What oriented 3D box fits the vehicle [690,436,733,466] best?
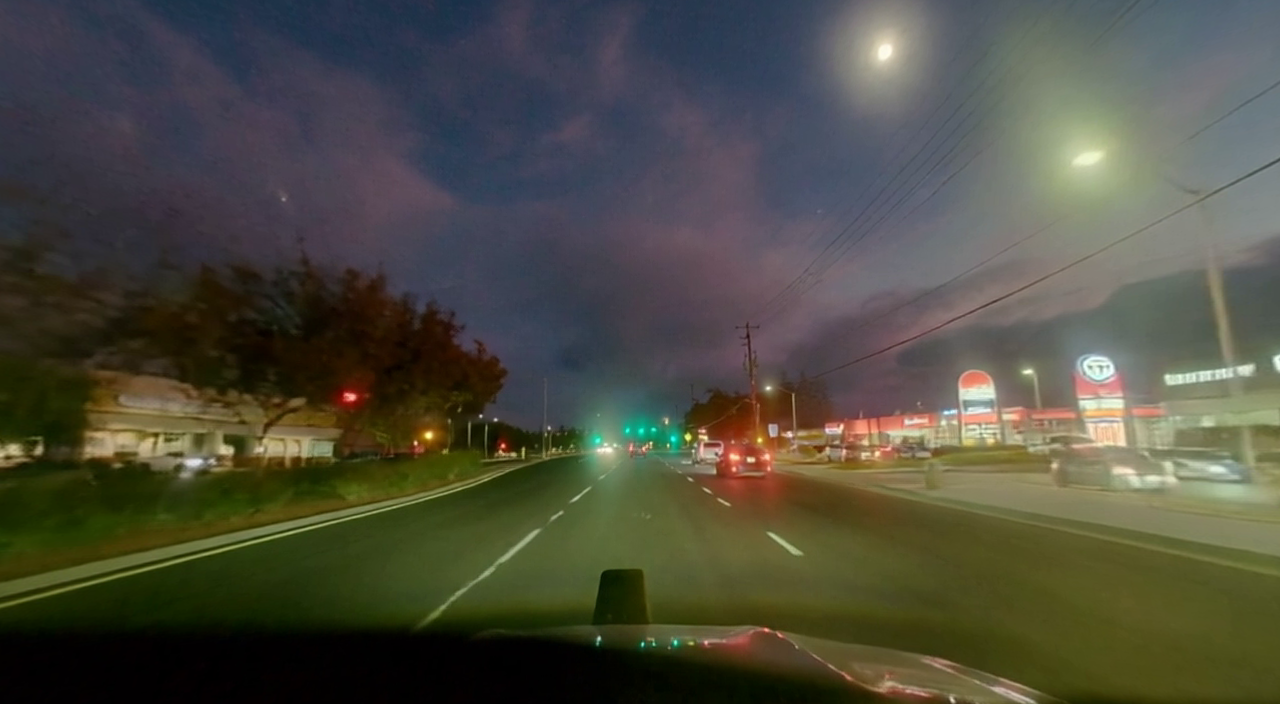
[{"bbox_3d":[4.673,6.540,41.755,2.140,1.921,4.431,0,-8,-2],"label":"vehicle"}]

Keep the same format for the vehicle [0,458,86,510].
[{"bbox_3d":[-22.411,4.635,22.131,1.997,1.637,4.386,-2,-8,-2],"label":"vehicle"}]

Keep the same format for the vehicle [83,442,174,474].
[{"bbox_3d":[-34.655,7.154,42.912,2.171,1.952,4.970,-1,-9,-3],"label":"vehicle"}]

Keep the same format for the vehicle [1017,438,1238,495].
[{"bbox_3d":[14.328,3.384,18.755,4.909,1.463,1.924,-2,-9,0],"label":"vehicle"}]

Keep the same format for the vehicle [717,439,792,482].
[{"bbox_3d":[4.209,4.066,23.911,1.916,1.459,4.335,0,-8,-1],"label":"vehicle"}]

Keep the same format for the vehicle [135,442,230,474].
[{"bbox_3d":[-31.227,7.191,43.333,2.217,1.969,5.932,-1,-8,-1],"label":"vehicle"}]

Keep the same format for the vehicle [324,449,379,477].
[{"bbox_3d":[-22.244,8.525,48.778,2.058,1.837,4.990,-3,-8,-2],"label":"vehicle"}]
